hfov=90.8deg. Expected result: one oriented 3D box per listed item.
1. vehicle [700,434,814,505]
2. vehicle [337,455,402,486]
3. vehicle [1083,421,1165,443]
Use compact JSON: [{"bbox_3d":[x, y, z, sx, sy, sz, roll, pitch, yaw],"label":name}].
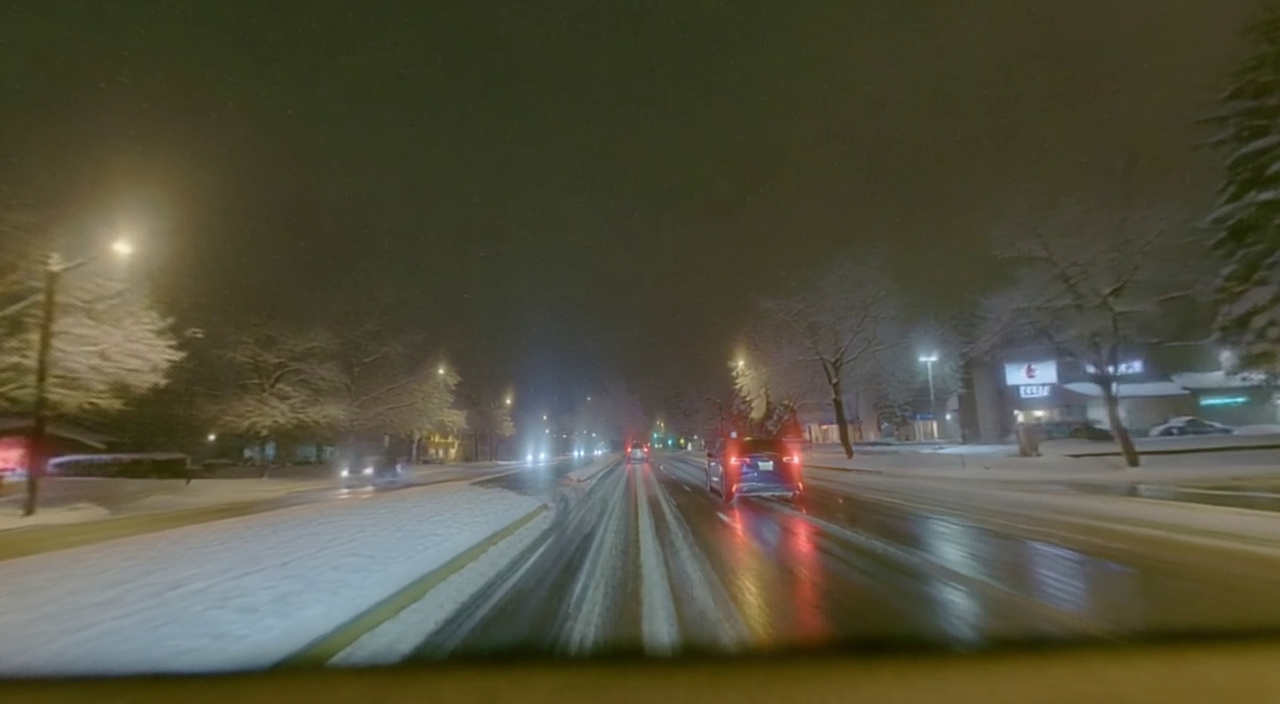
[{"bbox_3d":[2.920,3.063,16.932,1.995,1.616,4.729,0,-9,-2],"label":"vehicle"},{"bbox_3d":[-16.230,7.101,38.121,1.913,1.658,4.465,0,-9,0],"label":"vehicle"},{"bbox_3d":[34.102,5.675,44.537,4.273,1.517,1.815,0,-9,-2],"label":"vehicle"}]
